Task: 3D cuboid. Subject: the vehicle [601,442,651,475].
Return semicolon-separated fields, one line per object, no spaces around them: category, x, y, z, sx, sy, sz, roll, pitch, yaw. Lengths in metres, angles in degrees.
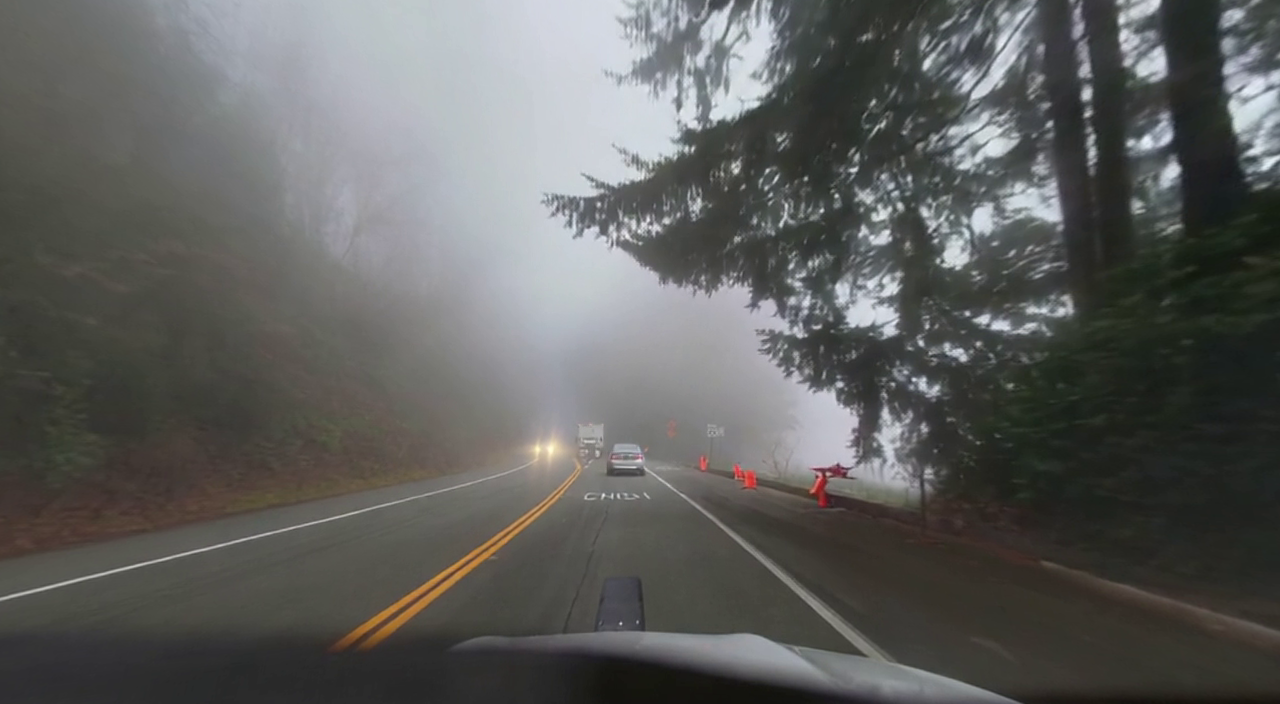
vehicle;-0.683;5.104;30.373;2.186;1.463;4.356;0;-9;-2
